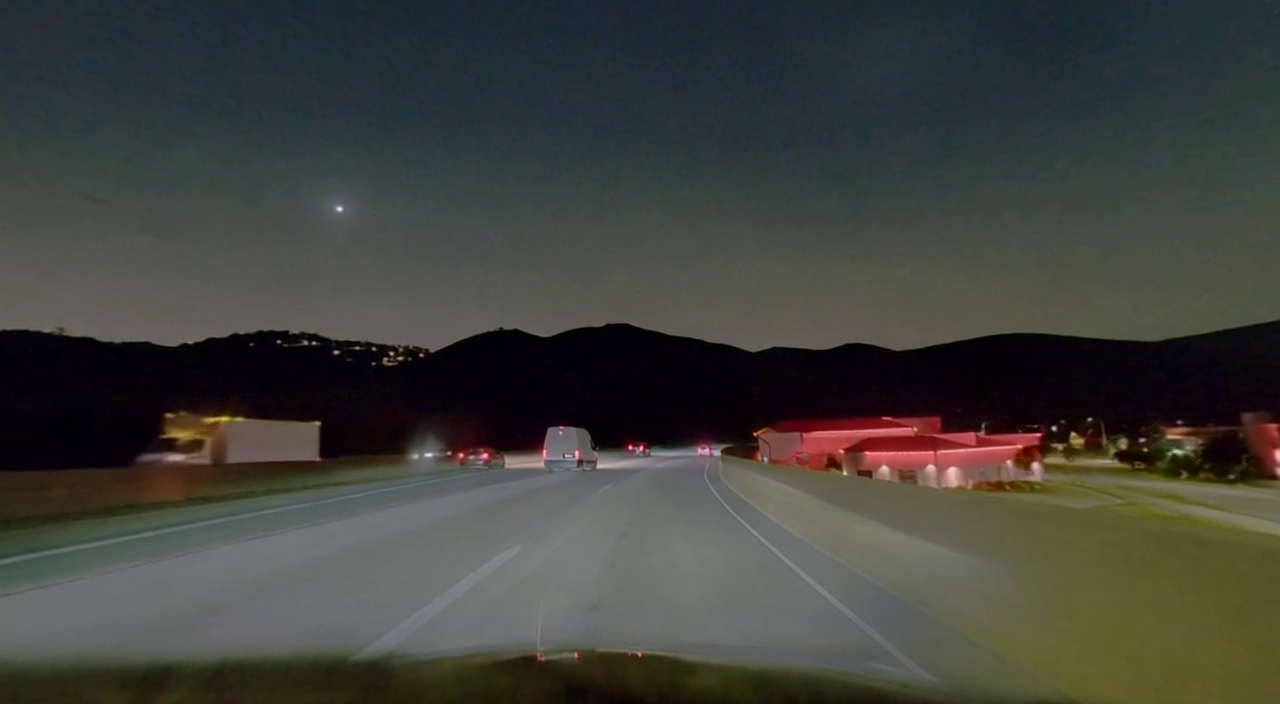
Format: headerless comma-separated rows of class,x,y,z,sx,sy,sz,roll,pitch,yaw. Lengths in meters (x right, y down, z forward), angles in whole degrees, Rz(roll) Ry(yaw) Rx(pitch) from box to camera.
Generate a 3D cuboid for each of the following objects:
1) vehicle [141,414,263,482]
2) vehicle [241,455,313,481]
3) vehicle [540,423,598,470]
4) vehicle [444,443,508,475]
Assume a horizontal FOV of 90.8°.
vehicle,-28.328,6.280,41.297,3.004,4.015,6.271,-1,-9,4
vehicle,-23.631,7.558,41.358,1.840,1.530,4.453,-1,-9,4
vehicle,-4.351,6.046,40.245,2.314,2.703,6.441,-1,-9,6
vehicle,-8.471,5.561,33.093,1.821,1.524,4.342,-1,-9,6
